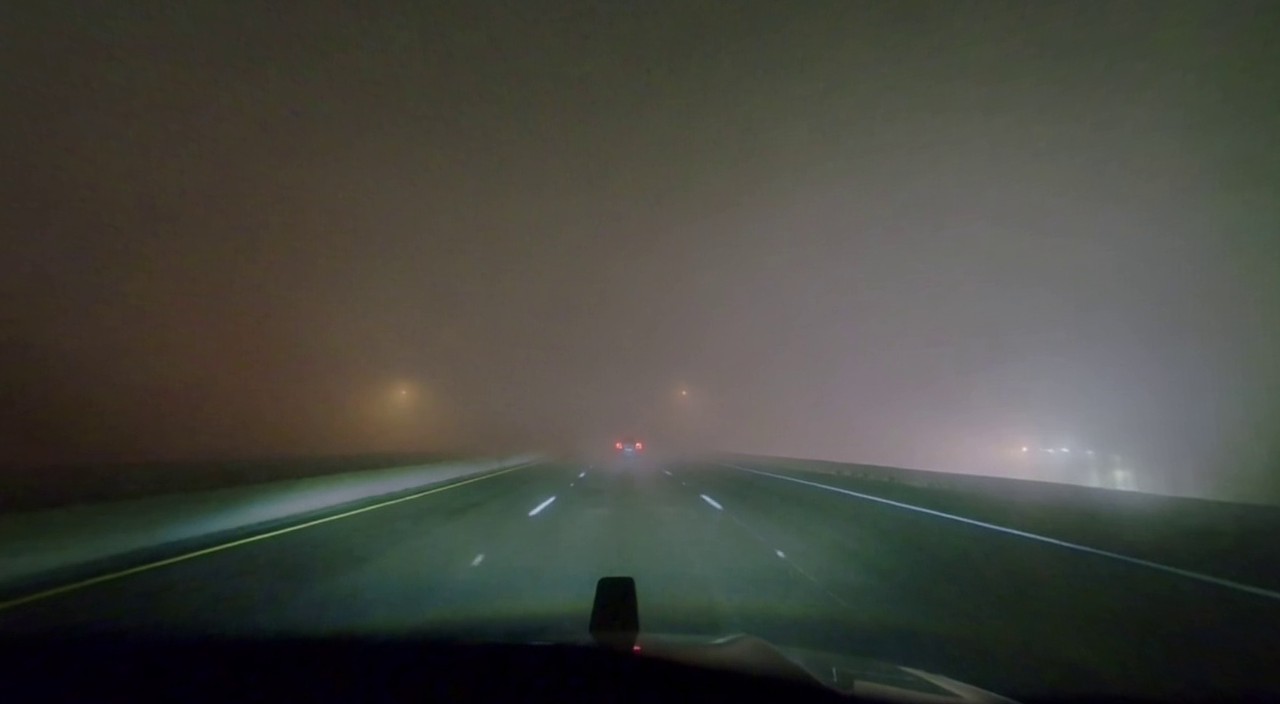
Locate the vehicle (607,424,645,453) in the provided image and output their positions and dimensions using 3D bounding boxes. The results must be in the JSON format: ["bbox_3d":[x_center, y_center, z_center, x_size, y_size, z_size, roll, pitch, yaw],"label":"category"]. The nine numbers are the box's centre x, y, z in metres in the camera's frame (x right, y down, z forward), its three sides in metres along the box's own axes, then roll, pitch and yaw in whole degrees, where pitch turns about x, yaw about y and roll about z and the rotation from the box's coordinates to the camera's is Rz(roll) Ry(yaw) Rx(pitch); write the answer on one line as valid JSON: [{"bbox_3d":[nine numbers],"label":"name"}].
[{"bbox_3d":[-0.952,5.357,38.920,2.157,1.647,4.524,0,-8,-3],"label":"vehicle"}]
